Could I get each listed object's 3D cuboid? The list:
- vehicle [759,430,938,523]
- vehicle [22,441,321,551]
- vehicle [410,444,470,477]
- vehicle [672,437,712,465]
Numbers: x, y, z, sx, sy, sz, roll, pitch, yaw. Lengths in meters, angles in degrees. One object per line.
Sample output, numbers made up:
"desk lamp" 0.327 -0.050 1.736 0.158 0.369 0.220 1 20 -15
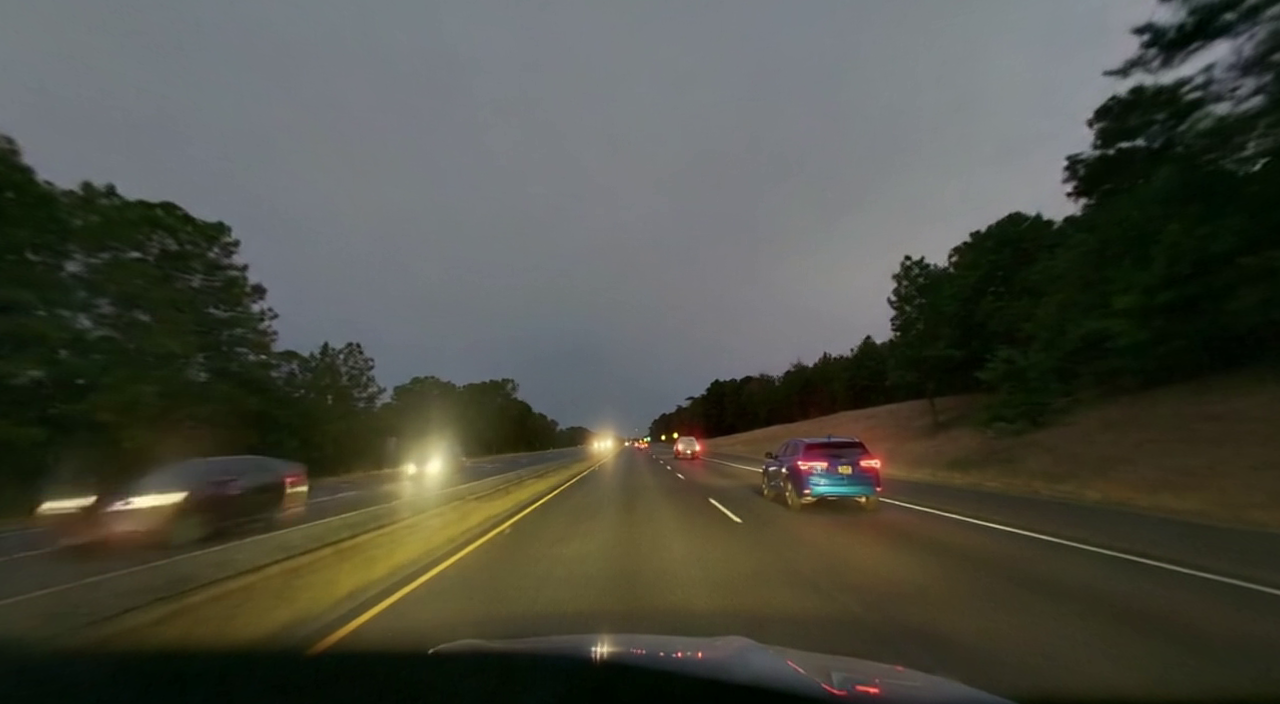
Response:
"vehicle" 3.830 2.342 12.497 1.999 1.501 4.221 0 -8 -2
"vehicle" -7.738 2.345 11.116 1.925 1.512 4.387 0 -8 0
"vehicle" -10.939 5.931 34.739 1.971 1.678 4.295 0 -8 -1
"vehicle" 3.226 6.264 39.980 2.043 1.673 4.016 0 -8 -2
